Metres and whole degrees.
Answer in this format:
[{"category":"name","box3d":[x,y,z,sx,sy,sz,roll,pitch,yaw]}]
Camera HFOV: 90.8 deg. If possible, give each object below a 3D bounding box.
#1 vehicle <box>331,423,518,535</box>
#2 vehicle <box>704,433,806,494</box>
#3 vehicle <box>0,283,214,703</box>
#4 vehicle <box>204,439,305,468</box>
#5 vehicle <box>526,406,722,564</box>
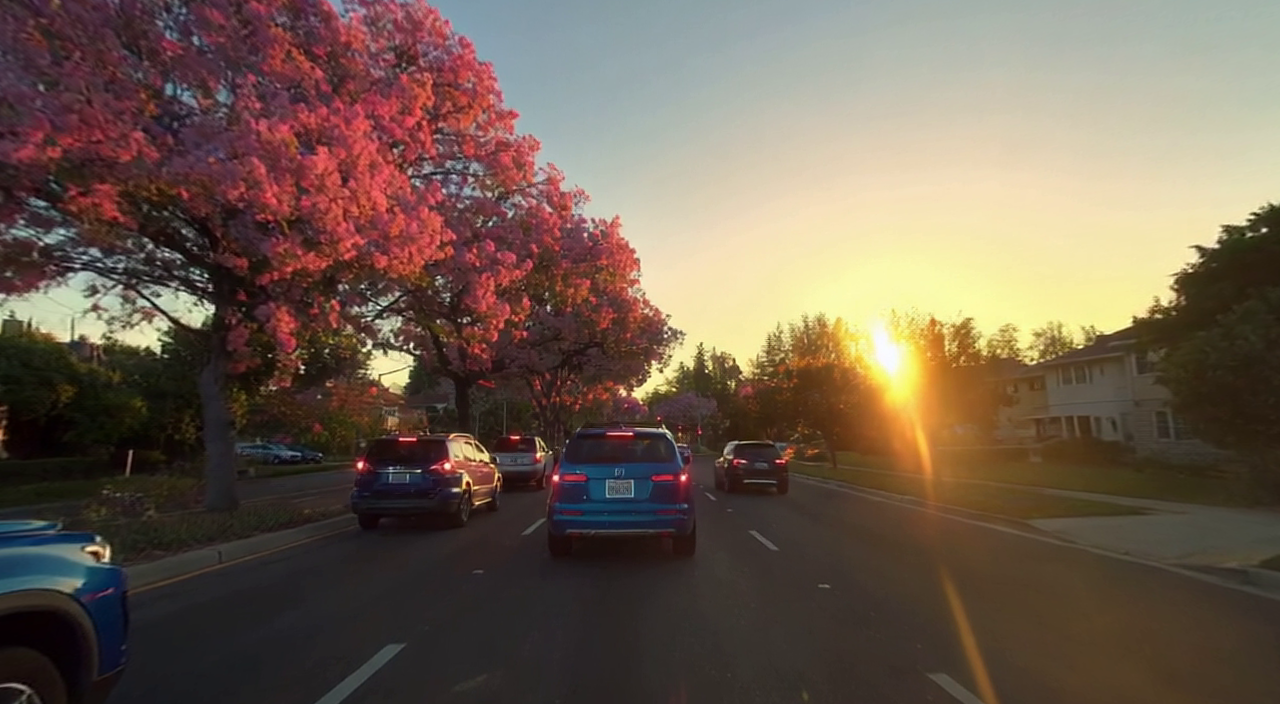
[{"category":"vehicle","box3d":[-3.671,2.239,11.738,1.948,1.668,4.279,0,-8,0]},{"category":"vehicle","box3d":[3.213,3.239,18.759,2.056,1.536,4.678,0,-8,-1]},{"category":"vehicle","box3d":[-3.533,0.523,1.021,2.304,1.928,4.833,0,-8,0]},{"category":"vehicle","box3d":[-28.509,7.509,46.939,5.856,2.096,2.481,3,-9,-18]},{"category":"vehicle","box3d":[-0.195,1.737,8.952,2.112,1.693,4.058,0,-8,-1]}]
